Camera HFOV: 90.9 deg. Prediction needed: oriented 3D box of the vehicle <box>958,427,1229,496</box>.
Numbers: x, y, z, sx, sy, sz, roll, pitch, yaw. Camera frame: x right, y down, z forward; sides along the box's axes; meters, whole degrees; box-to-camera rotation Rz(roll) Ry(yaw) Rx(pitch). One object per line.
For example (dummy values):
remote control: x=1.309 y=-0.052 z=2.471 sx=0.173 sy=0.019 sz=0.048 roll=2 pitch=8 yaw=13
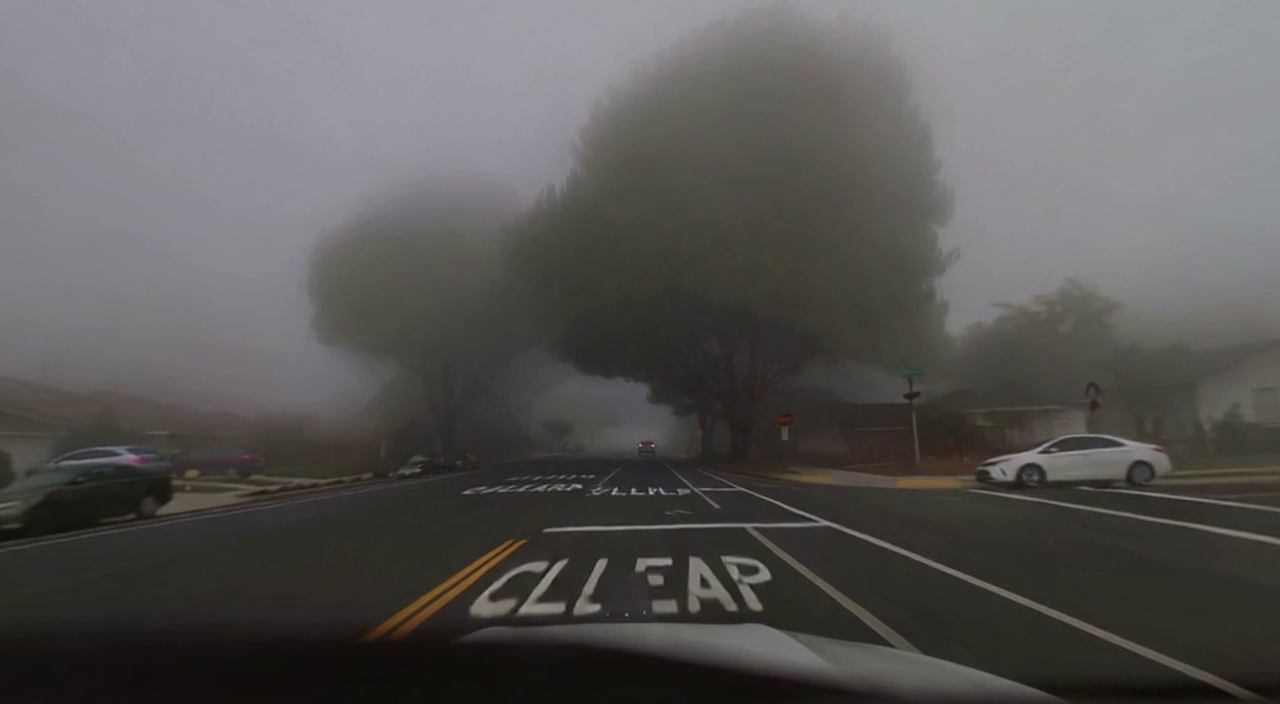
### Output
vehicle: x=10.793 y=2.658 z=15.451 sx=4.818 sy=1.525 sz=2.163 roll=-2 pitch=-9 yaw=9

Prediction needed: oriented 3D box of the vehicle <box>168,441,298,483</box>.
vehicle: x=-19.163 y=5.171 z=29.824 sx=4.630 sy=1.896 sz=2.092 roll=0 pitch=-9 yaw=0

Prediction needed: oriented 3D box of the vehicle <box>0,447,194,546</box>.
vehicle: x=-12.595 y=3.090 z=14.104 sx=1.965 sy=1.653 sz=4.488 roll=-3 pitch=-6 yaw=1
